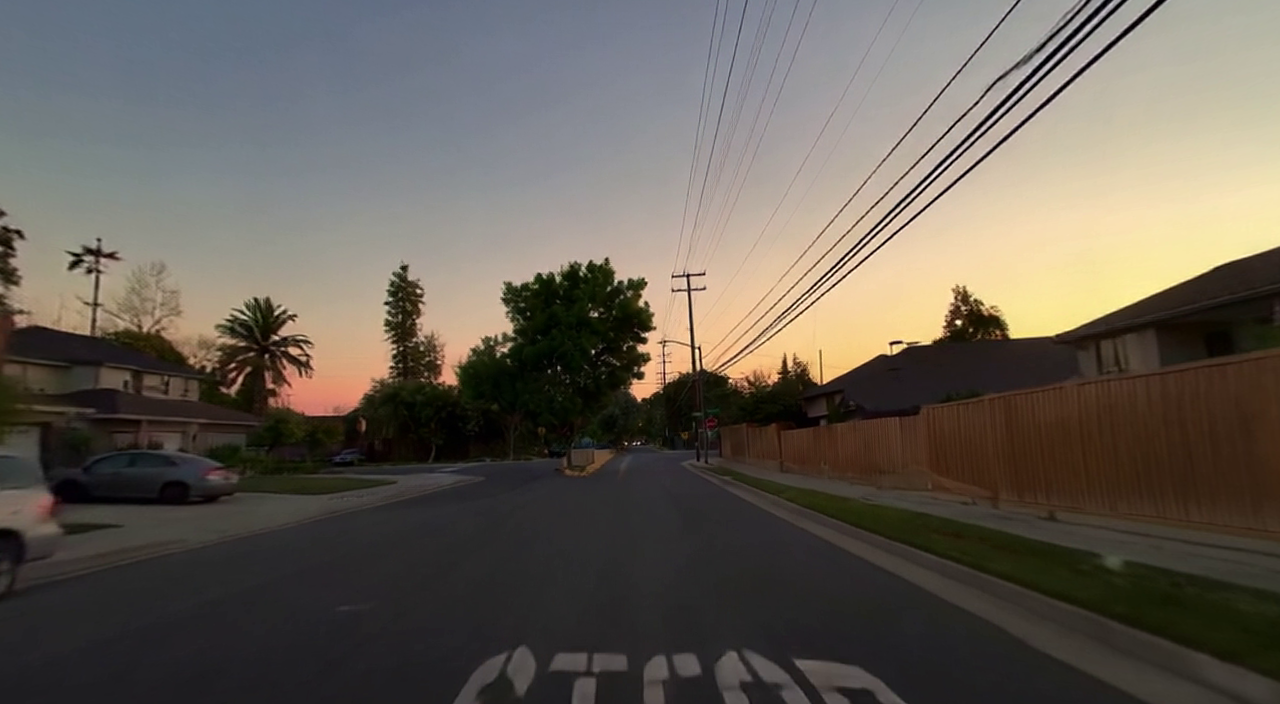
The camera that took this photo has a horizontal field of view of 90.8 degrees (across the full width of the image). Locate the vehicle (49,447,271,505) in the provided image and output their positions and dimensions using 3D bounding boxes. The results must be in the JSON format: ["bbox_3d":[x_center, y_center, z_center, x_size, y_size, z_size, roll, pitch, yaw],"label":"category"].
[{"bbox_3d":[-13.371,3.453,17.916,4.424,1.487,2.139,1,-8,-7],"label":"vehicle"}]
